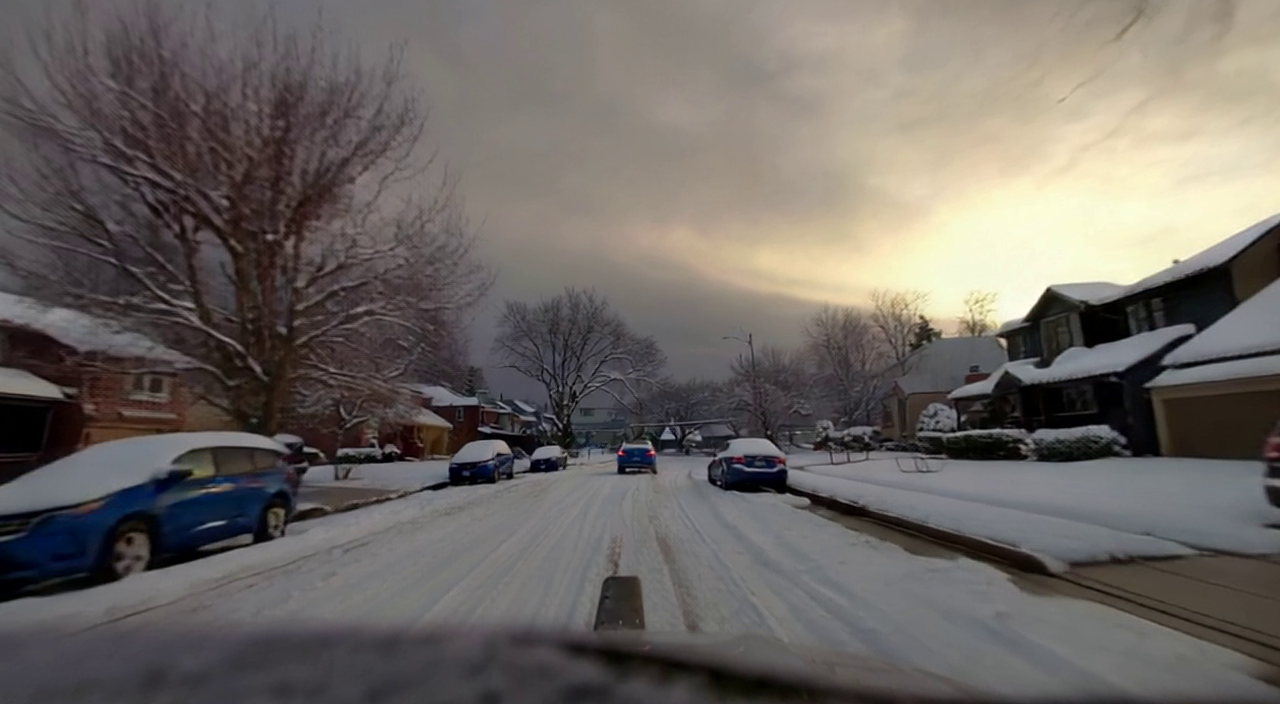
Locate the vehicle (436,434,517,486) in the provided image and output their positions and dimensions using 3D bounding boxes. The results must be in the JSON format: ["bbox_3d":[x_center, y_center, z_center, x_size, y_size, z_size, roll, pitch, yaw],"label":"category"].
[{"bbox_3d":[-6.716,4.500,26.528,2.235,1.851,4.662,-2,-9,0],"label":"vehicle"}]

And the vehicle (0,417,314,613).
[{"bbox_3d":[-6.597,1.858,8.276,2.254,1.773,4.795,-2,-7,-2],"label":"vehicle"}]

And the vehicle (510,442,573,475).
[{"bbox_3d":[-5.986,6.560,39.131,2.641,1.747,4.738,-4,-8,6],"label":"vehicle"}]

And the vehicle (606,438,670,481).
[{"bbox_3d":[-0.018,3.974,23.629,2.192,1.474,4.192,0,-8,1],"label":"vehicle"}]

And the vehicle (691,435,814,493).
[{"bbox_3d":[3.133,3.257,18.772,2.429,1.502,4.474,1,-9,-6],"label":"vehicle"}]
